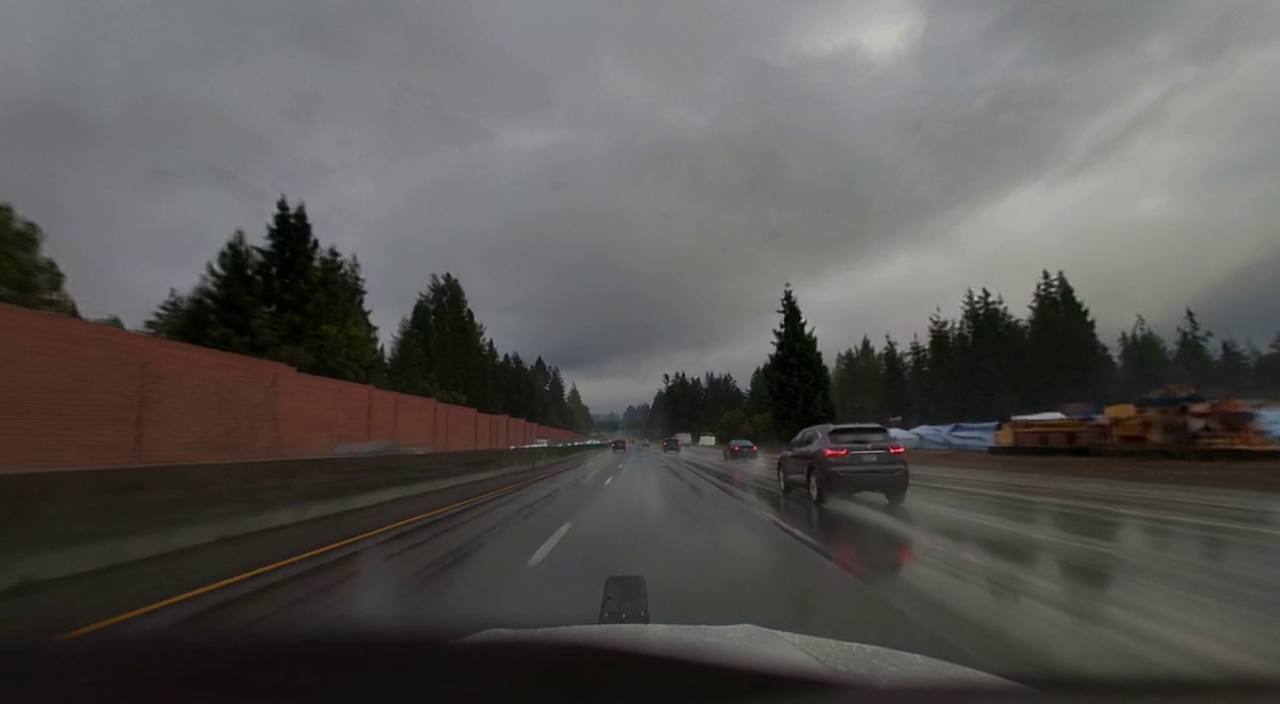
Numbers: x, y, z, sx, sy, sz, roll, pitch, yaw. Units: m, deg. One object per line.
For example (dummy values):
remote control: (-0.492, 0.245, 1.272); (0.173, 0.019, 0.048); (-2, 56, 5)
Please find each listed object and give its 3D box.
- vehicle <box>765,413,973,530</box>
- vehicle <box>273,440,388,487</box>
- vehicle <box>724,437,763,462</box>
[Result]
vehicle: (4.011, 2.192, 12.133); (2.190, 1.783, 4.637); (0, -8, -1)
vehicle: (-10.831, 3.925, 22.495); (1.829, 1.484, 4.385); (0, -8, 1)
vehicle: (7.824, 7.394, 48.099); (2.066, 1.795, 4.674); (0, -8, -1)
